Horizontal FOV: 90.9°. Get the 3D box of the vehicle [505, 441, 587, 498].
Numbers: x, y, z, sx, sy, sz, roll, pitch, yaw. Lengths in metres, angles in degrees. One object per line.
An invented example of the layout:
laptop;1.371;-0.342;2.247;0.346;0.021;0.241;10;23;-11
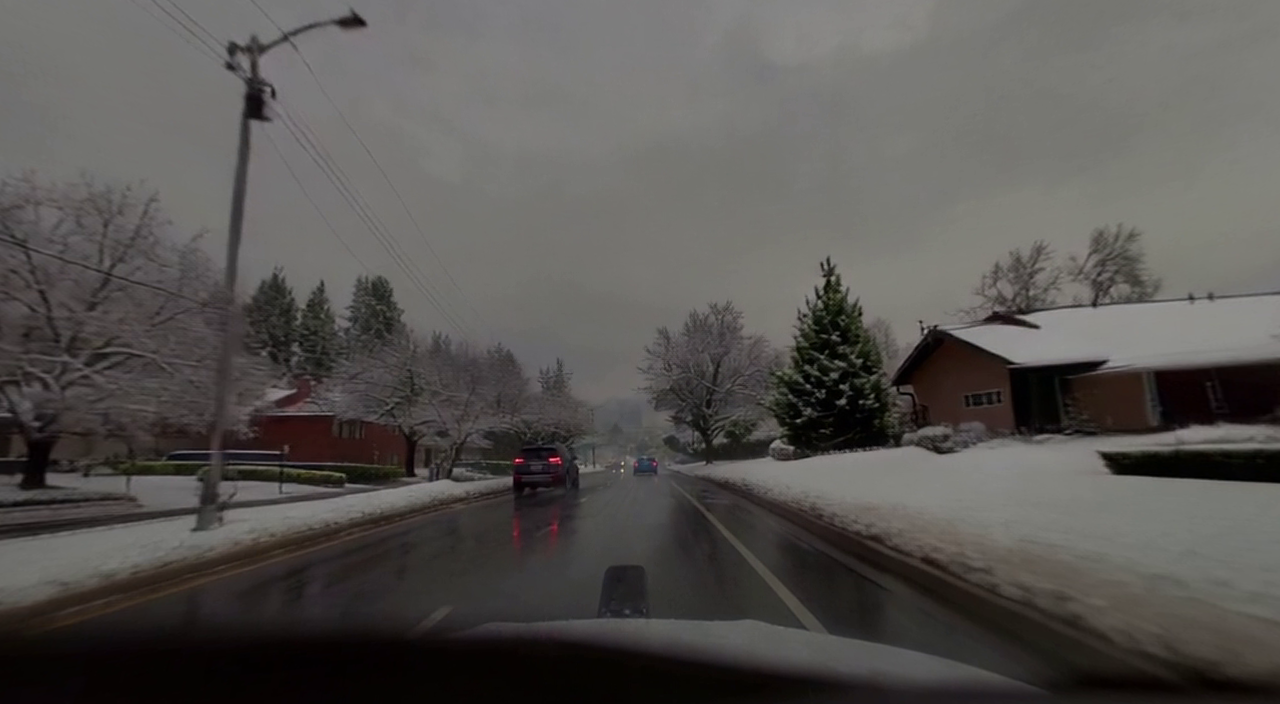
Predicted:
vehicle;-3.110;3.997;21.882;2.073;1.770;4.302;0;-8;1
